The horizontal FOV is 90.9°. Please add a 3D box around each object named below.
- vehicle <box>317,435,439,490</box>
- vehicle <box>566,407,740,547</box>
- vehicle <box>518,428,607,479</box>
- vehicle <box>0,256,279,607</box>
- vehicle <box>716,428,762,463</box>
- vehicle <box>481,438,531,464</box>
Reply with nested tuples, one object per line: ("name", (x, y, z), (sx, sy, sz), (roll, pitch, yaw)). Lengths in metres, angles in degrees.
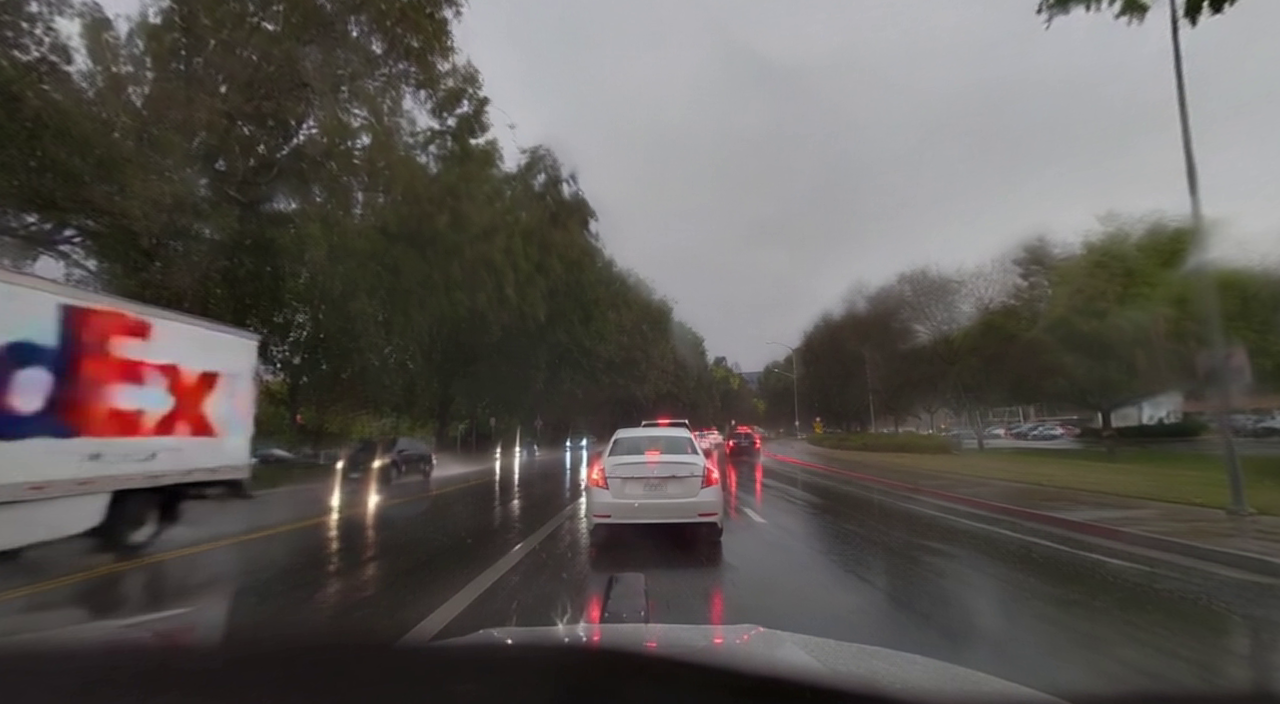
("vehicle", (-9.429, 3.999, 23.259), (2.039, 1.769, 4.911), (-1, -8, 5))
("vehicle", (0.181, 1.851, 9.960), (2.154, 1.710, 4.128), (0, -8, 1))
("vehicle", (-2.837, 3.899, 24.487), (2.057, 1.786, 4.725), (-2, -8, 11))
("vehicle", (-7.612, 0.698, 5.557), (2.961, 3.316, 9.483), (-1, -8, 2))
("vehicle", (5.503, 5.265, 35.625), (2.155, 1.786, 4.459), (-1, -8, 3))
("vehicle", (-9.077, 6.752, 43.168), (2.005, 1.701, 4.355), (-1, -8, 7))
